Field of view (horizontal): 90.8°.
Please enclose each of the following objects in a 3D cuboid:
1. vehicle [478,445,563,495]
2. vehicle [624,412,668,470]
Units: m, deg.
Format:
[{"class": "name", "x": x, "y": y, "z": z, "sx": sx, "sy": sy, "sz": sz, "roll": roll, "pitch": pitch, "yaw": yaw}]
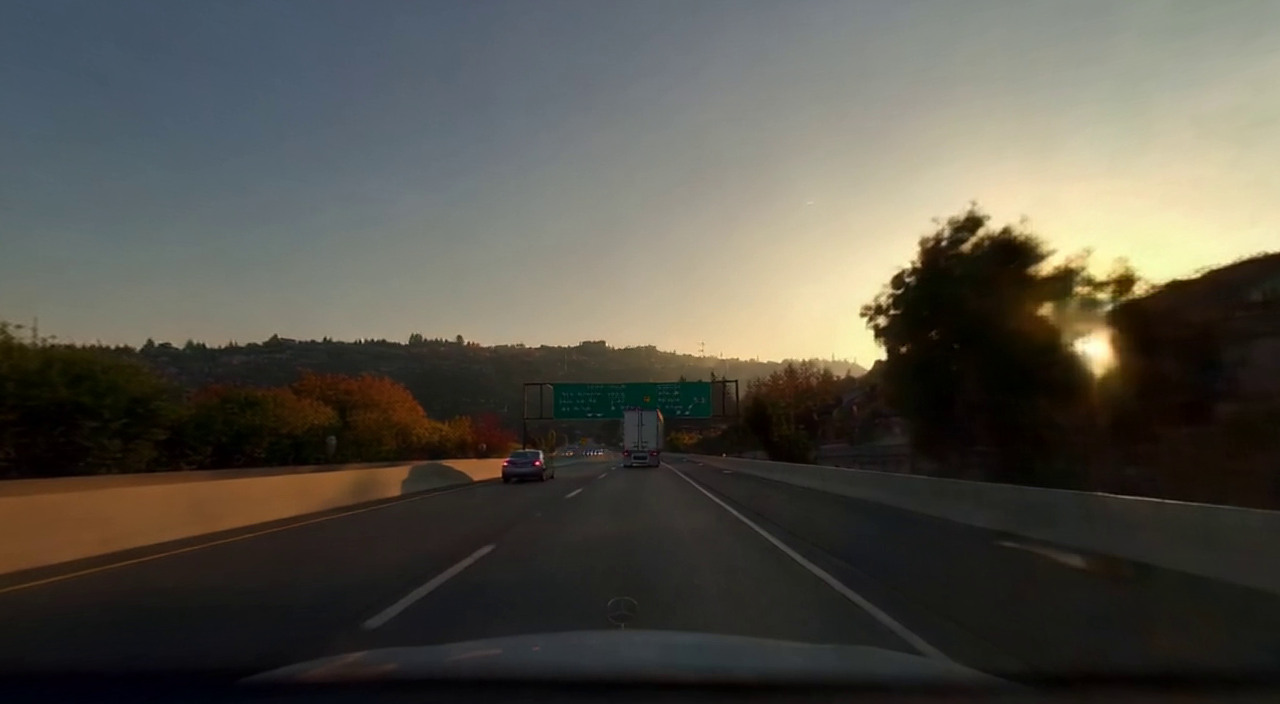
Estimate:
[{"class": "vehicle", "x": -4.029, "y": 4.052, "z": 22.062, "sx": 2.053, "sy": 1.523, "sz": 4.450, "roll": 0, "pitch": -9, "yaw": 0}, {"class": "vehicle", "x": 0.266, "y": 6.560, "z": 46.099, "sx": 2.864, "sy": 3.805, "sz": 9.500, "roll": 0, "pitch": -9, "yaw": -1}]
